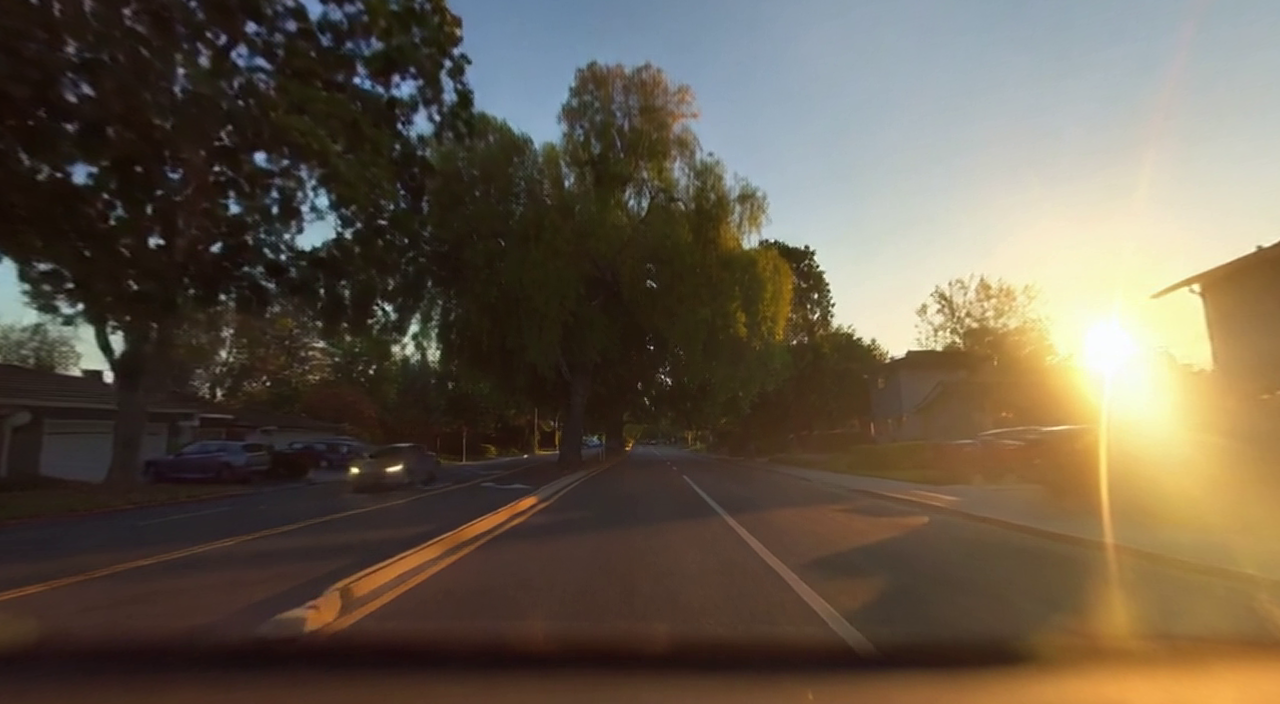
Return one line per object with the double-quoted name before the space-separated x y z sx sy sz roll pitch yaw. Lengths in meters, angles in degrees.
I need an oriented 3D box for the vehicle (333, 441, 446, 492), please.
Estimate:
"vehicle" -8.415 3.856 21.663 2.044 1.548 4.284 0 -8 1
